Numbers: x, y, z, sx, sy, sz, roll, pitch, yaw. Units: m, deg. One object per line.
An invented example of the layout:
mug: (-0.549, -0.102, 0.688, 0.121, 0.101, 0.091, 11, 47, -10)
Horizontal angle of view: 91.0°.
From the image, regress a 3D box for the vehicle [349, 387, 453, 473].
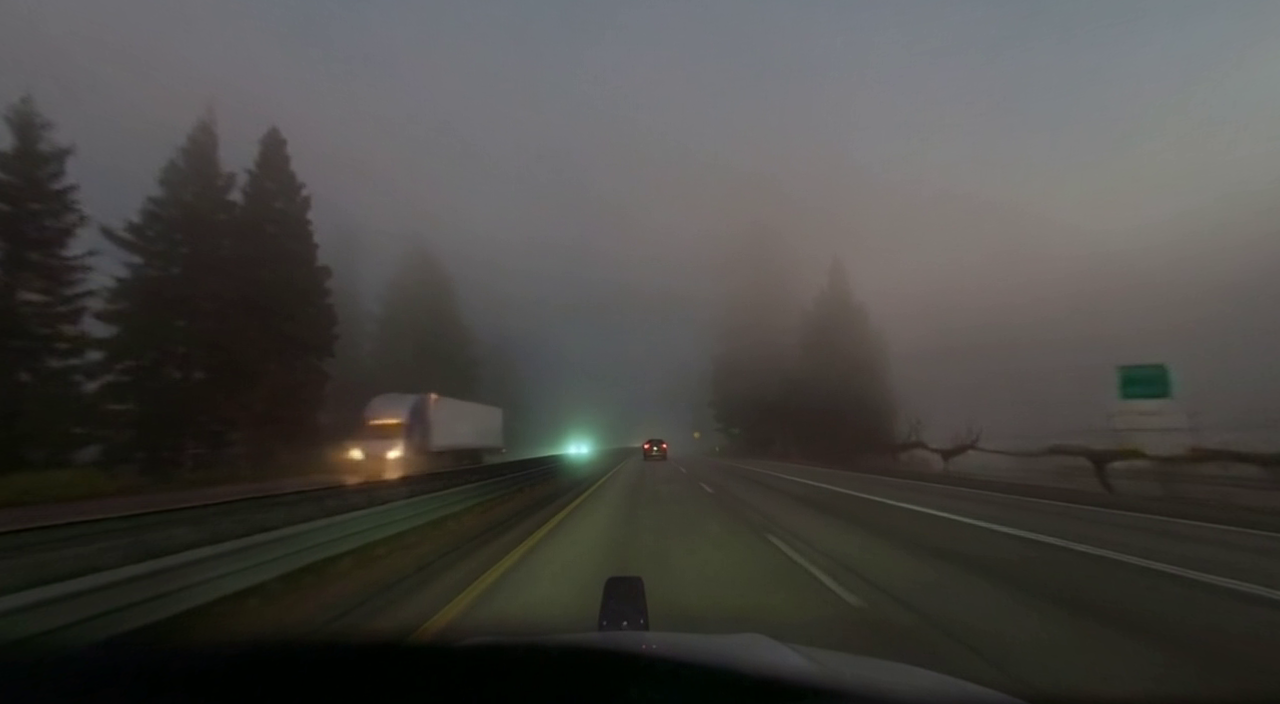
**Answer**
vehicle: (-11.469, 3.841, 30.808, 2.907, 3.852, 5.056, 0, -8, 1)

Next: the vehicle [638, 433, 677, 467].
vehicle: (1.096, 6.058, 39.121, 2.301, 1.944, 4.554, 0, -8, 1)
